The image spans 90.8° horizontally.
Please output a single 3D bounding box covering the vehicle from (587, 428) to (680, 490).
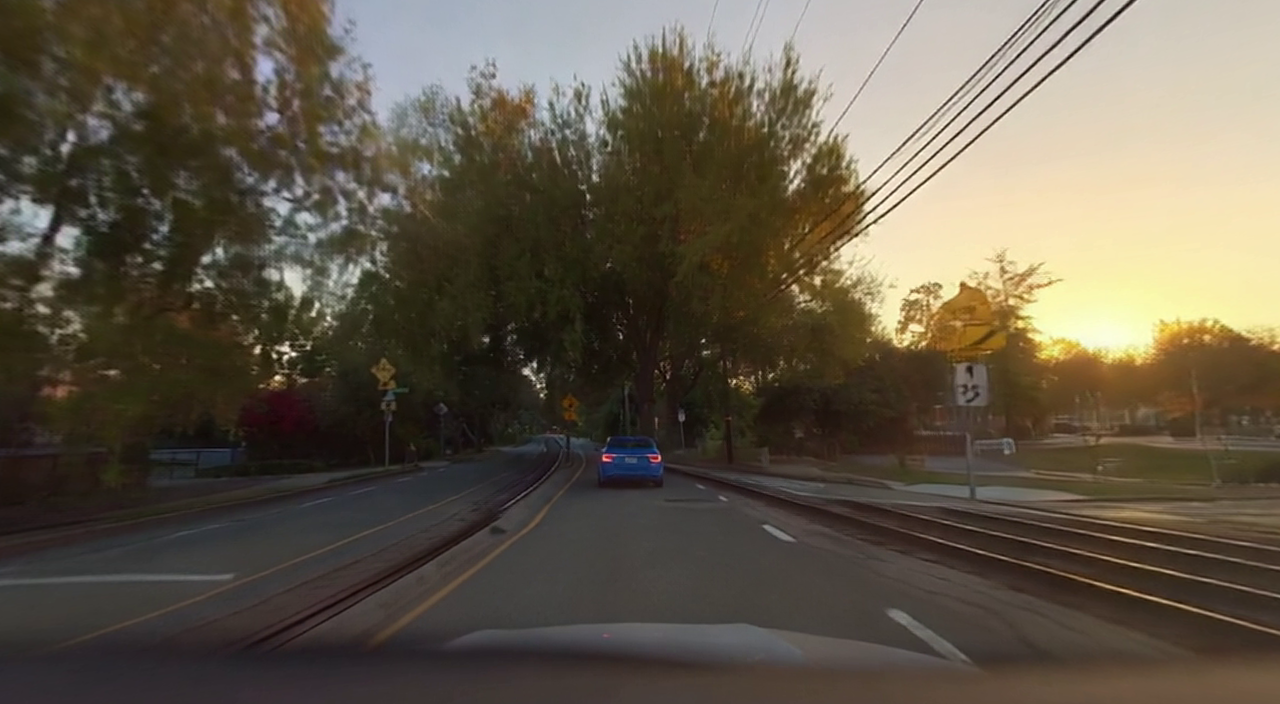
[{"bbox_3d":[-0.317,2.956,17.804,2.295,1.510,4.364,0,-8,-4],"label":"vehicle"}]

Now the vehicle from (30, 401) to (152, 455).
[{"bbox_3d":[-31.816,4.536,37.044,2.983,2.816,7.042,3,-9,-21],"label":"vehicle"}]
